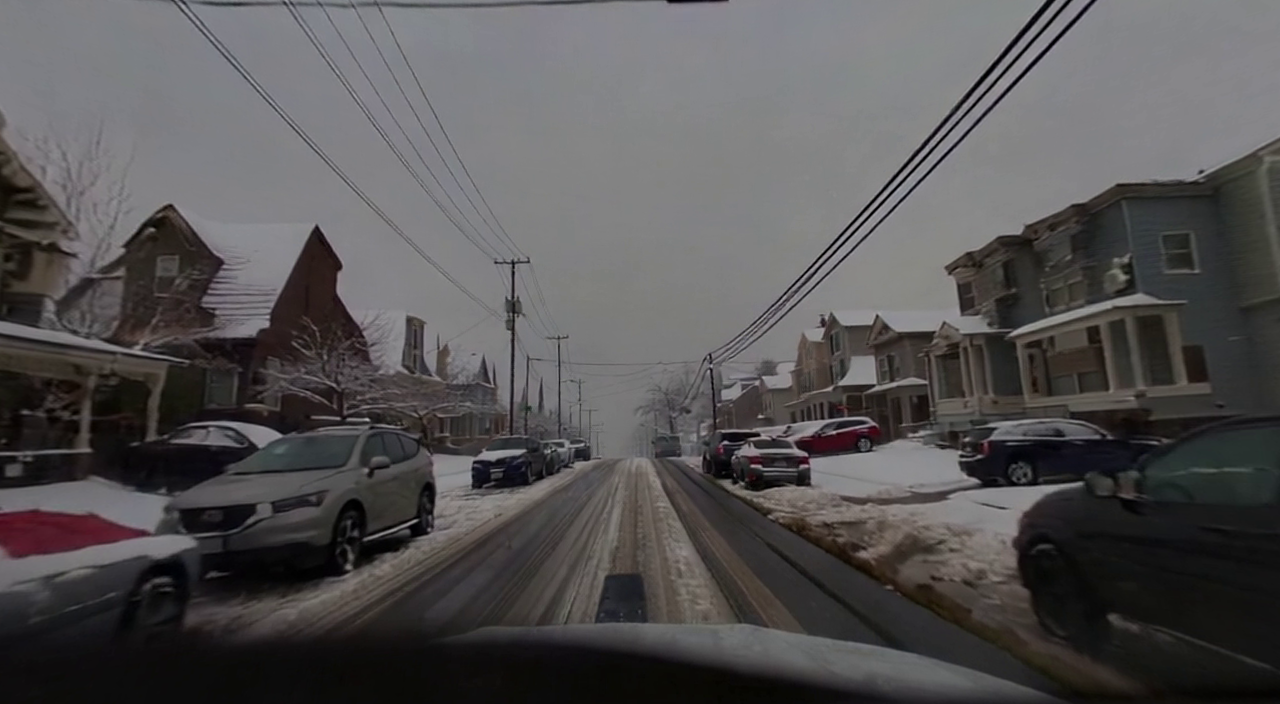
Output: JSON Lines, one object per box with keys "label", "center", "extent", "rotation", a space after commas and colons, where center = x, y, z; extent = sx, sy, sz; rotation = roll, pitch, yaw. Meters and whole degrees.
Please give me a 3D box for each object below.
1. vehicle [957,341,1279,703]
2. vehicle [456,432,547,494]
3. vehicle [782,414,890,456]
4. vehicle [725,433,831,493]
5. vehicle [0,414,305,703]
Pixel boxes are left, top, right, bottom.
{"label": "vehicle", "center": [3.696, 0.838, 2.719], "extent": [2.025, 1.741, 4.748], "rotation": [0, -9, -2]}
{"label": "vehicle", "center": [-4.386, 3.663, 20.793], "extent": [2.031, 1.708, 4.746], "rotation": [-2, -10, -1]}
{"label": "vehicle", "center": [8.741, 3.765, 28.488], "extent": [4.170, 1.811, 1.978], "rotation": [0, -9, -1]}
{"label": "vehicle", "center": [3.600, 2.995, 17.355], "extent": [2.083, 1.407, 4.506], "rotation": [-1, -9, 3]}
{"label": "vehicle", "center": [-3.823, 1.088, 3.182], "extent": [2.024, 1.460, 4.600], "rotation": [0, -9, -4]}
